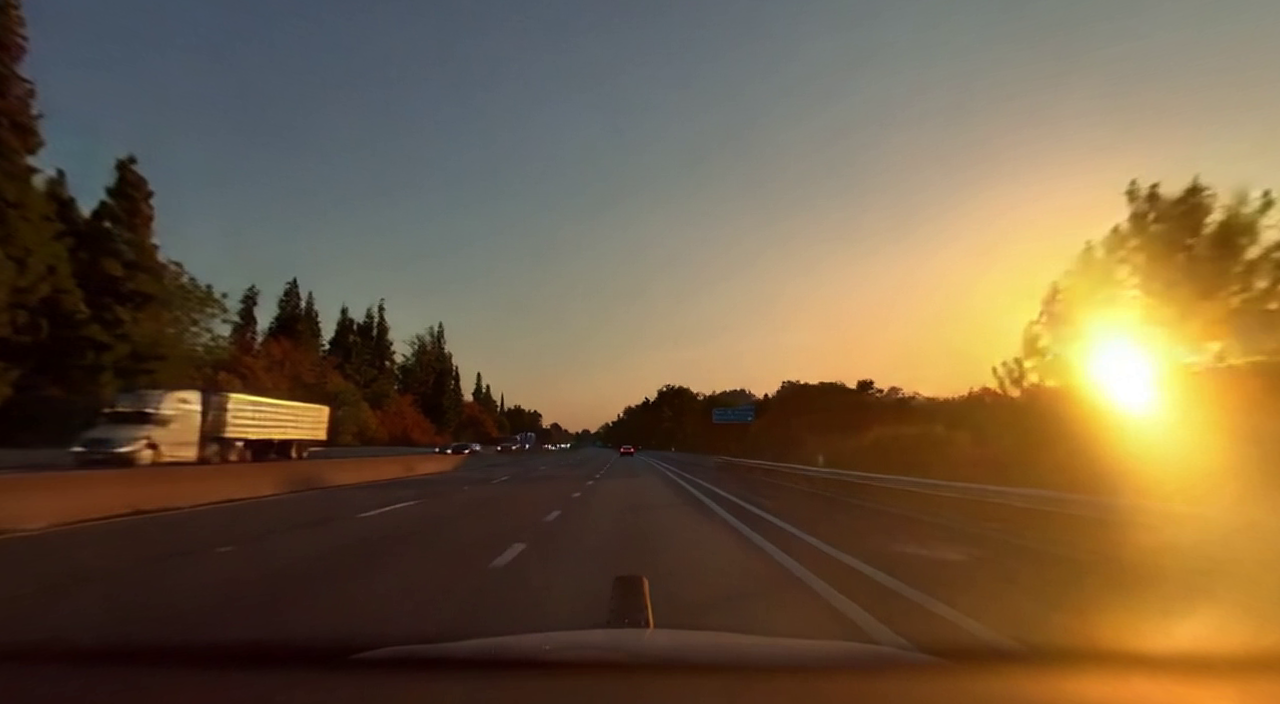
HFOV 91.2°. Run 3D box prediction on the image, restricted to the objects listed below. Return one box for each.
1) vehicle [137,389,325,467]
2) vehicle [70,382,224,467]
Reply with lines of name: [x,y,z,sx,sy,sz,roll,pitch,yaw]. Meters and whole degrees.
vehicle: [-25.112,5.058,40.185,2.942,4.072,13.992,0,-9,-1]
vehicle: [-24.901,3.795,32.208,3.036,3.953,5.859,0,-8,-2]
